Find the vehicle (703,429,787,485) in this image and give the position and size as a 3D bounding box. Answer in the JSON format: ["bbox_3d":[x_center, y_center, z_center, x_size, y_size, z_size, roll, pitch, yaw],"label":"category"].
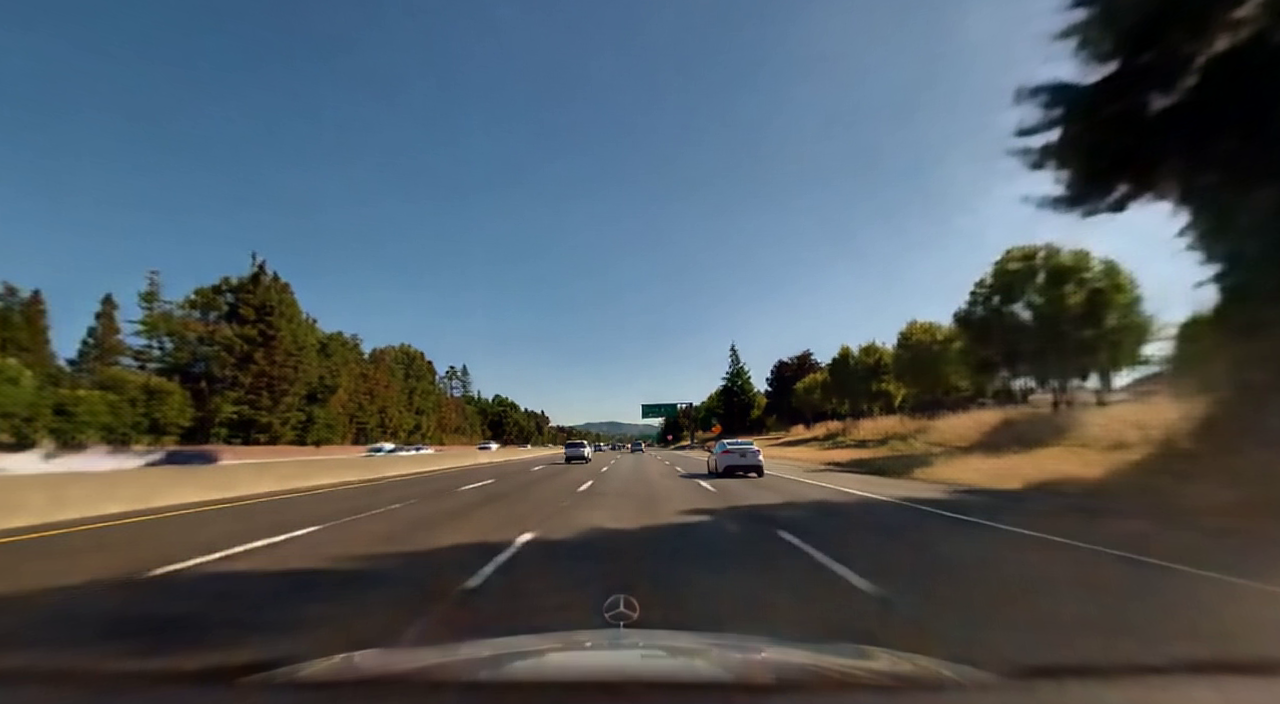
[{"bbox_3d":[3.430,3.538,21.508,2.053,1.714,4.097,0,-9,-1],"label":"vehicle"}]

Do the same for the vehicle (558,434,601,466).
[{"bbox_3d":[-3.549,5.898,38.042,2.173,1.793,4.564,0,-9,0],"label":"vehicle"}]
